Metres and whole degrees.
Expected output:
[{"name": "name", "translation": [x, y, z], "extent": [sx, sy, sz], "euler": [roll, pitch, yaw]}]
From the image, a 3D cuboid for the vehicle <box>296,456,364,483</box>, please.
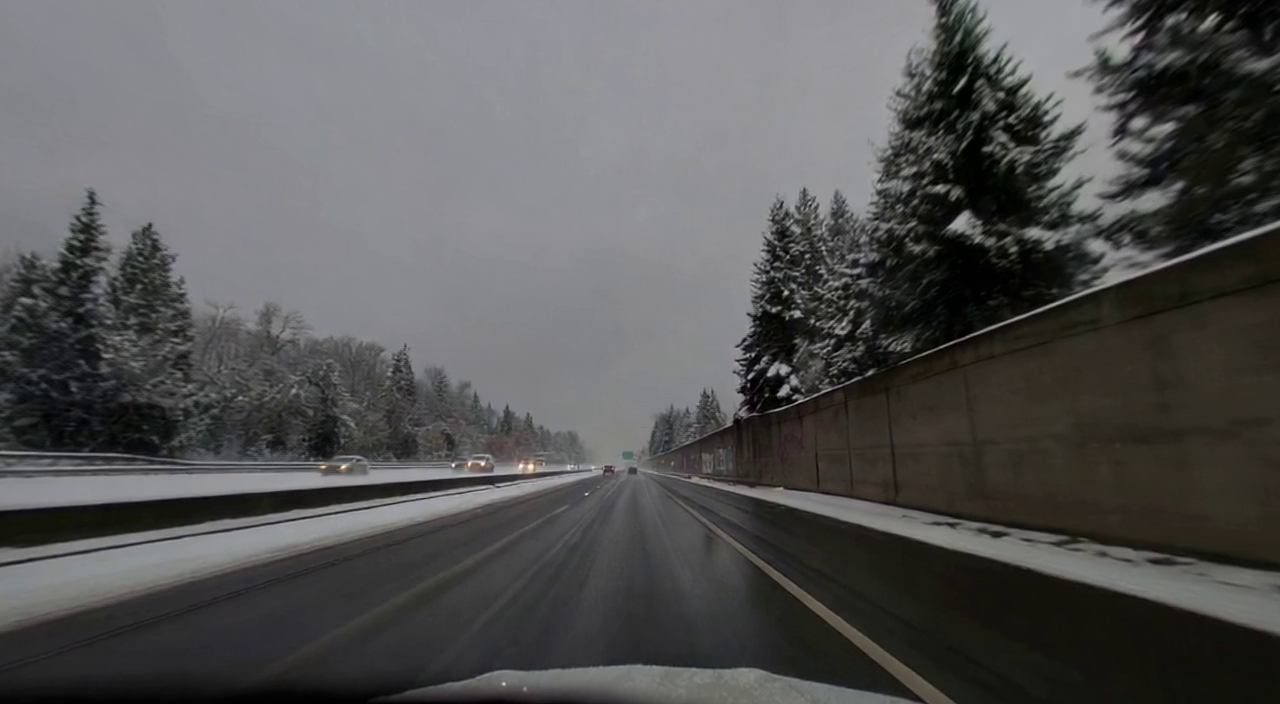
[{"name": "vehicle", "translation": [-18.180, 6.929, 37.175], "extent": [1.783, 1.458, 4.435], "euler": [1, -10, 0]}]
